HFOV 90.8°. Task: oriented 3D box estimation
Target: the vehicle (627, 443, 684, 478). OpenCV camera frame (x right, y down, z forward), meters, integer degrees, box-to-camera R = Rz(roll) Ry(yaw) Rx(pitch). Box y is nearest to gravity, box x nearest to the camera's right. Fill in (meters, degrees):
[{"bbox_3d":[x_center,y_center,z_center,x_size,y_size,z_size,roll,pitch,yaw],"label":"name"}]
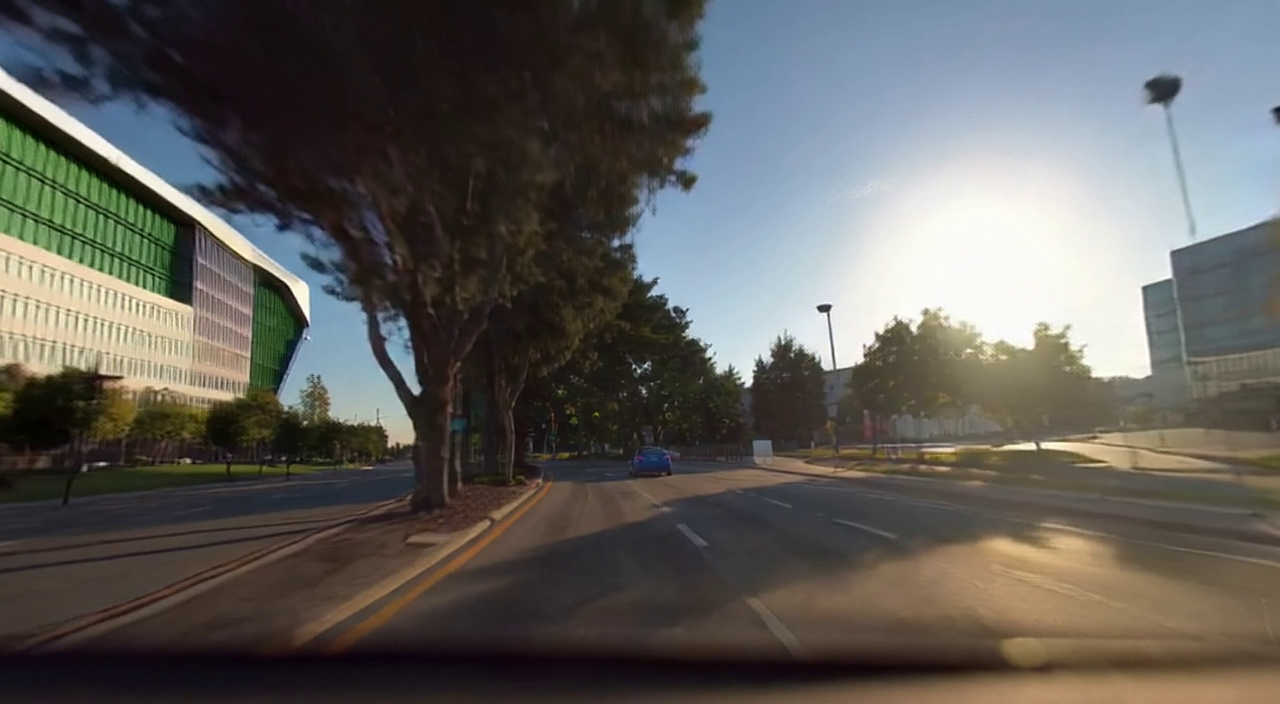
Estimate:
[{"bbox_3d":[0.709,5.502,32.274,2.165,1.633,4.381,1,-9,-8],"label":"vehicle"}]
